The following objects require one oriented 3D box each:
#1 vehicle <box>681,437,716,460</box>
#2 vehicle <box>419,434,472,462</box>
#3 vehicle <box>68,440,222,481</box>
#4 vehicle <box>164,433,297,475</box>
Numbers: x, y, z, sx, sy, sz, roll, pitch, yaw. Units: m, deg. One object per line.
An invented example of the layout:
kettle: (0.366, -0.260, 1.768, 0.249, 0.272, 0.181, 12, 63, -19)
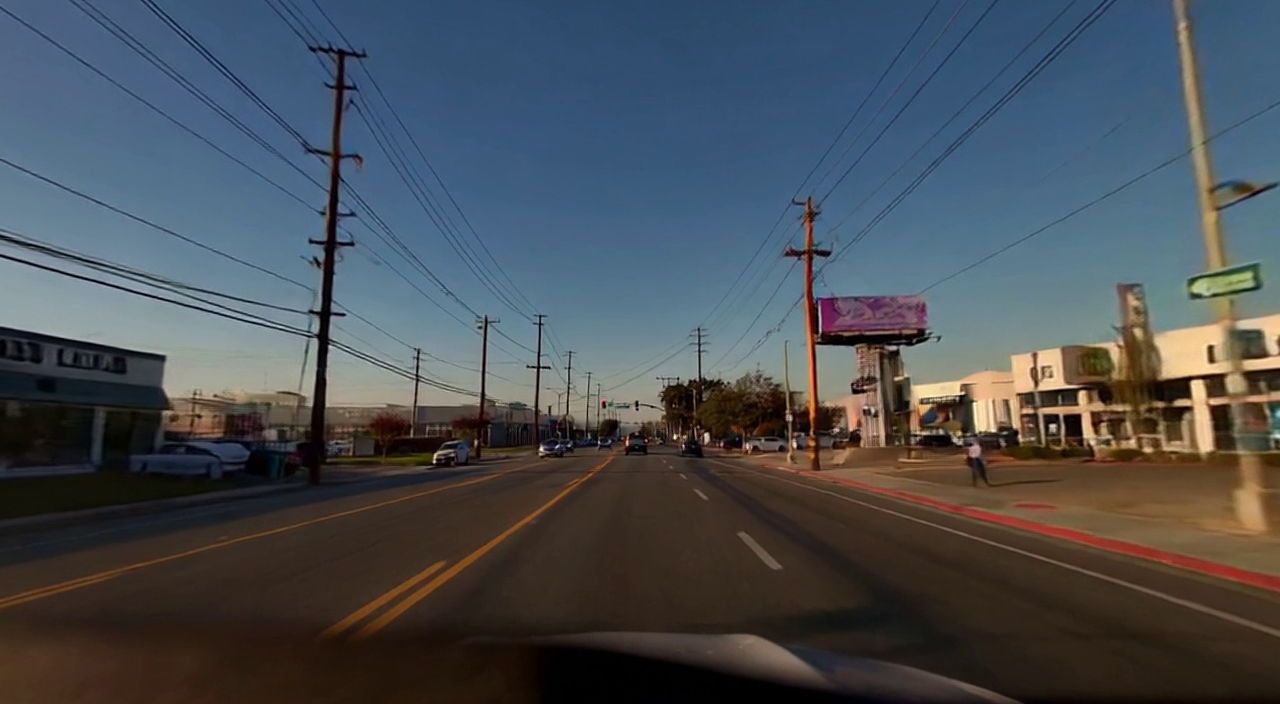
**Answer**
vehicle: (3.994, 6.660, 43.708, 1.926, 1.482, 4.442, 0, -8, -1)
vehicle: (-13.777, 6.807, 44.959, 2.044, 1.830, 4.800, -1, -8, 3)
vehicle: (-18.985, 4.169, 24.366, 4.323, 1.482, 1.972, -1, -9, 3)
vehicle: (-18.360, 4.575, 28.516, 4.455, 1.772, 2.048, 0, -8, -3)
